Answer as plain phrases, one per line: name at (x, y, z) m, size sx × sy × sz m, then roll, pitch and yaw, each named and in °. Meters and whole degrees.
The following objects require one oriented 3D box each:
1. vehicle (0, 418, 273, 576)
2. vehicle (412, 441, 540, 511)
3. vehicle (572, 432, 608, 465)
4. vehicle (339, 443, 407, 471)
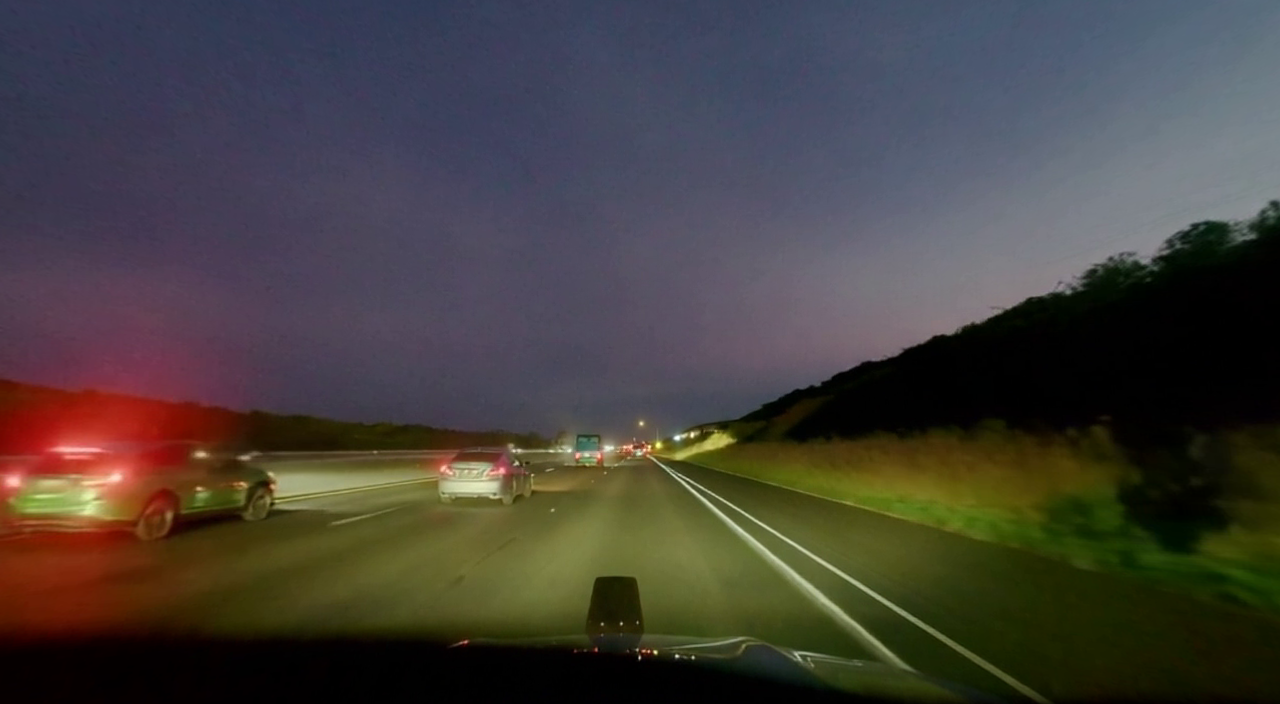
vehicle at (-7.257, 1.772, 8.452) m, size 2.091 × 1.558 × 4.220 m, roll 0°, pitch -9°, yaw 0°
vehicle at (-3.684, 2.858, 14.963) m, size 1.924 × 1.436 × 3.915 m, roll 0°, pitch -9°, yaw 1°
vehicle at (-3.849, 7.614, 49.917) m, size 2.290 × 2.453 × 5.561 m, roll 0°, pitch -9°, yaw 1°
vehicle at (-15.685, 6.187, 37.384) m, size 1.959 × 1.549 × 4.625 m, roll 0°, pitch -9°, yaw 0°
